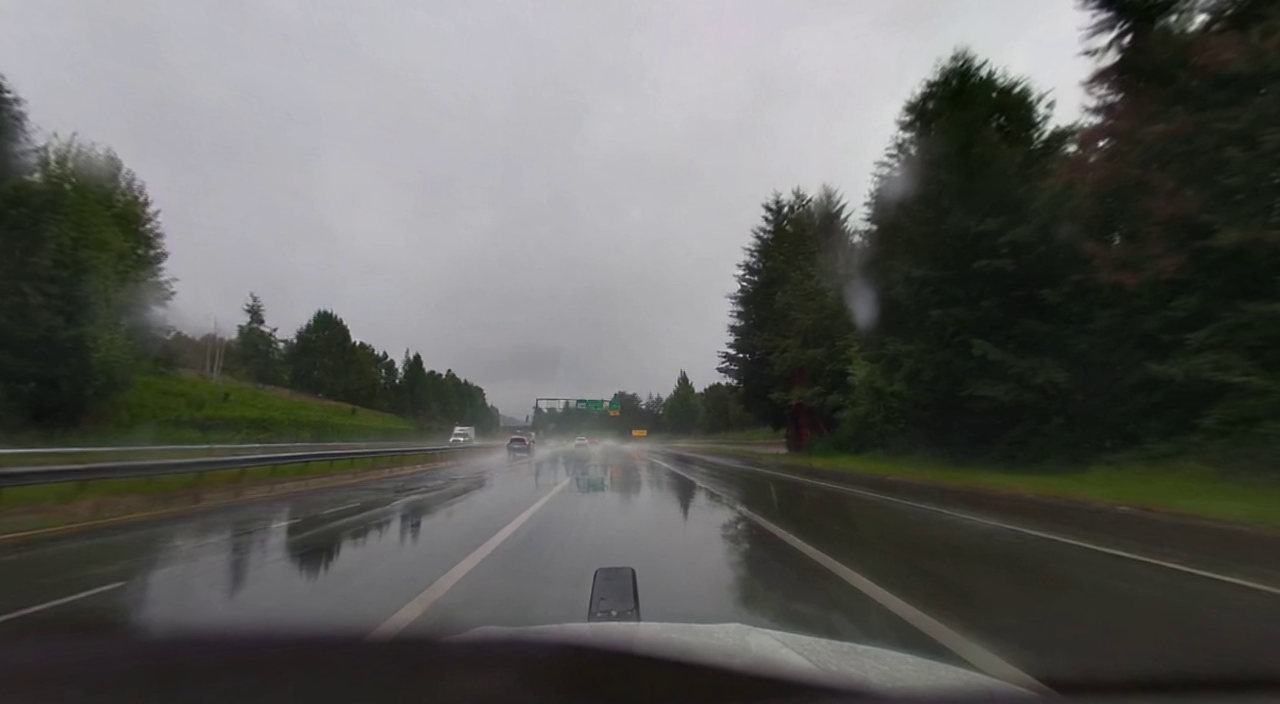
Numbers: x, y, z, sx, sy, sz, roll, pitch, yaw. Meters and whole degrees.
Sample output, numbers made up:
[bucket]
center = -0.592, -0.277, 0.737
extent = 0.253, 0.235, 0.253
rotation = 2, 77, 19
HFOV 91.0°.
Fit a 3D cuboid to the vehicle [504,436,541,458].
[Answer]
[vehicle]
center = -9.103, 7.393, 49.119
extent = 2.381, 1.553, 4.244
rotation = 0, -8, -4
